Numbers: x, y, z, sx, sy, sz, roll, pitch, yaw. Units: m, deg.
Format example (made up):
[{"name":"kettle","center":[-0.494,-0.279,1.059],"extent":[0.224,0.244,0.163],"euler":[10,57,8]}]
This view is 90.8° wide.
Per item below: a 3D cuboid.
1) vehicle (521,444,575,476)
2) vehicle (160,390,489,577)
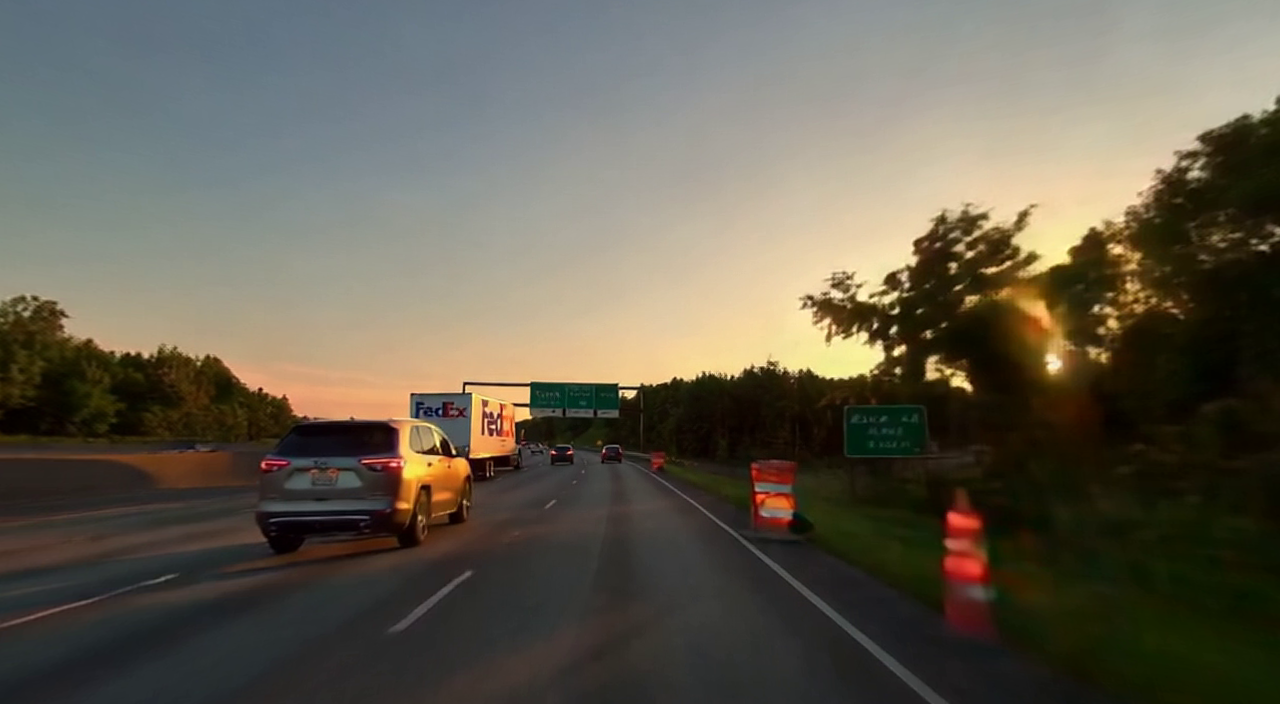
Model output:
[{"name":"vehicle","center":[-4.412,5.278,31.136],"extent":[2.192,1.478,4.591],"euler":[0,-9,-3]},{"name":"vehicle","center":[-3.759,1.678,8.783],"extent":[2.170,1.886,4.628],"euler":[0,-9,0]}]
